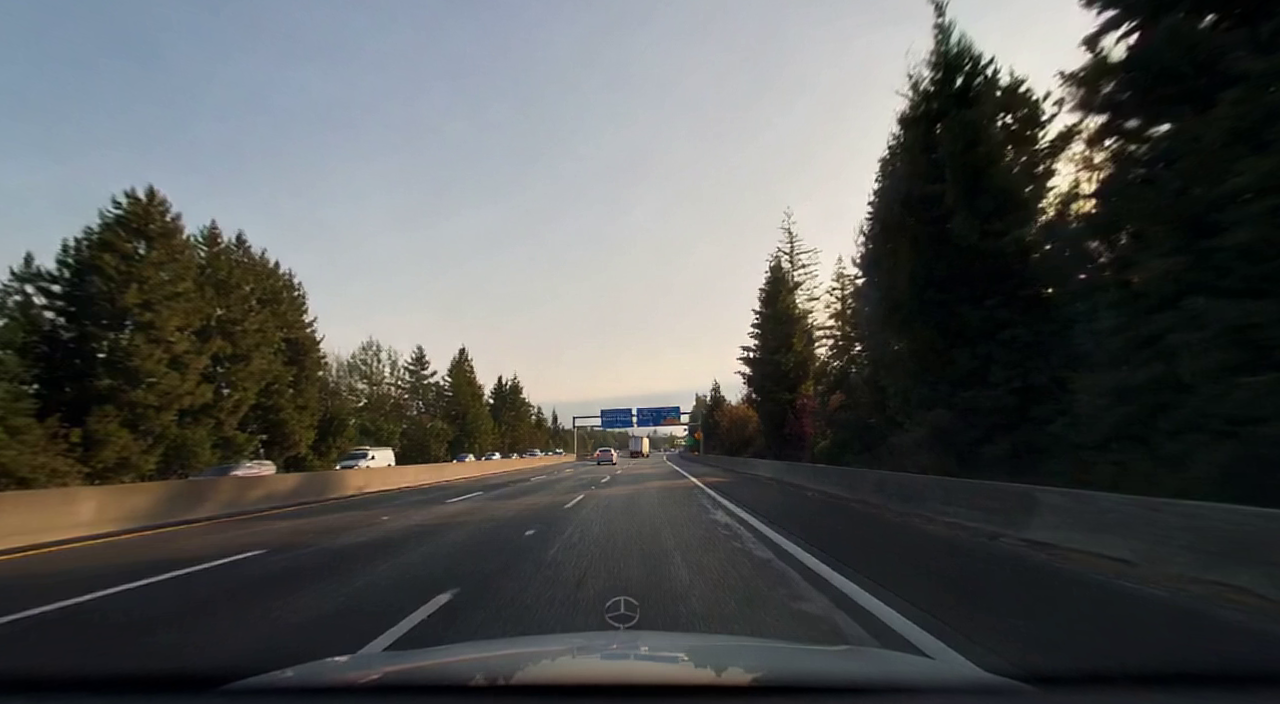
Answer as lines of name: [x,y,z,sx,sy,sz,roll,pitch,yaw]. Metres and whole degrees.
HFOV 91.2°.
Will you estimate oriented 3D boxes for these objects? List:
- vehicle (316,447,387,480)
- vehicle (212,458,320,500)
vehicle: [-19.068,7.370,41.756,2.178,1.980,5.087,0,-9,1]
vehicle: [-15.139,5.150,25.670,1.869,1.484,3.976,0,-9,1]
